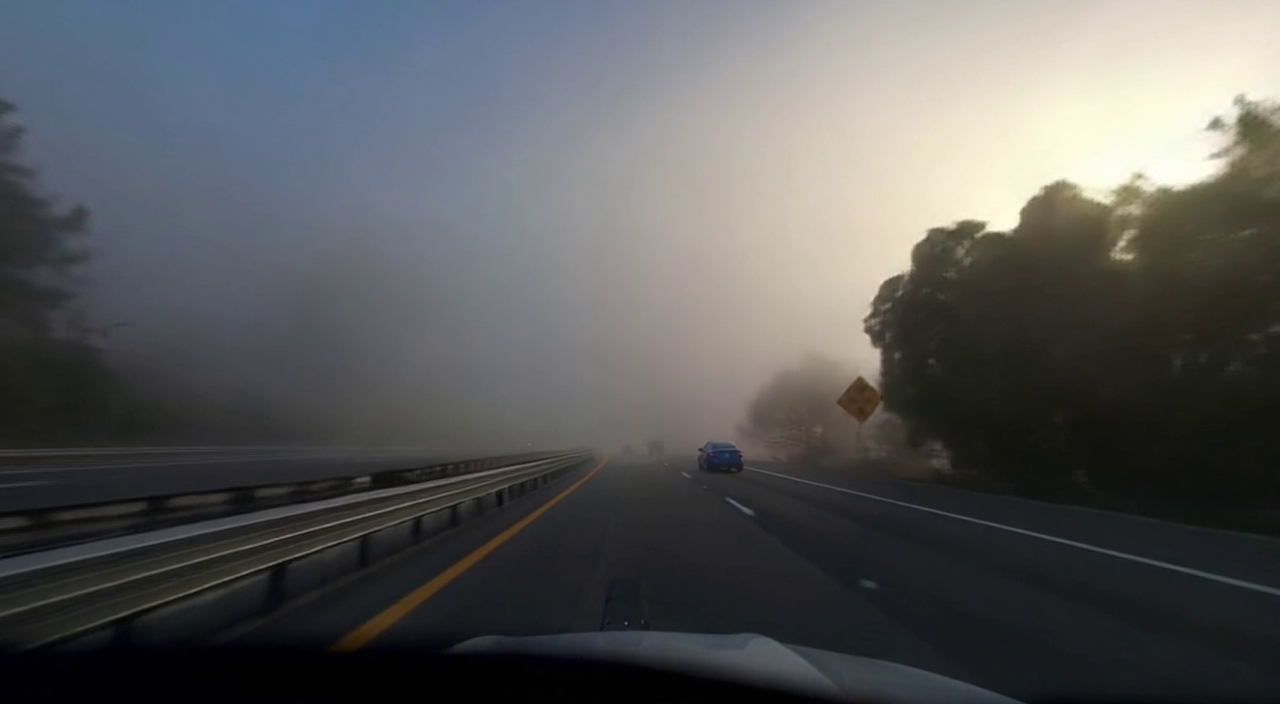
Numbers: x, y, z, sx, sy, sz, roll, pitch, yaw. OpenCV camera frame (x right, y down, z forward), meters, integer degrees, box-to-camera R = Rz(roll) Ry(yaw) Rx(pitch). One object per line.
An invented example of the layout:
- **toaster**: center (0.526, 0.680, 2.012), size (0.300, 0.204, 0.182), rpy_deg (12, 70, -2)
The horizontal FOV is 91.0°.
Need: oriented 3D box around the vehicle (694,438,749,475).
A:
- **vehicle**: center (3.620, 4.726, 28.654), size (1.945, 1.538, 3.729), rpy_deg (0, -8, -1)
